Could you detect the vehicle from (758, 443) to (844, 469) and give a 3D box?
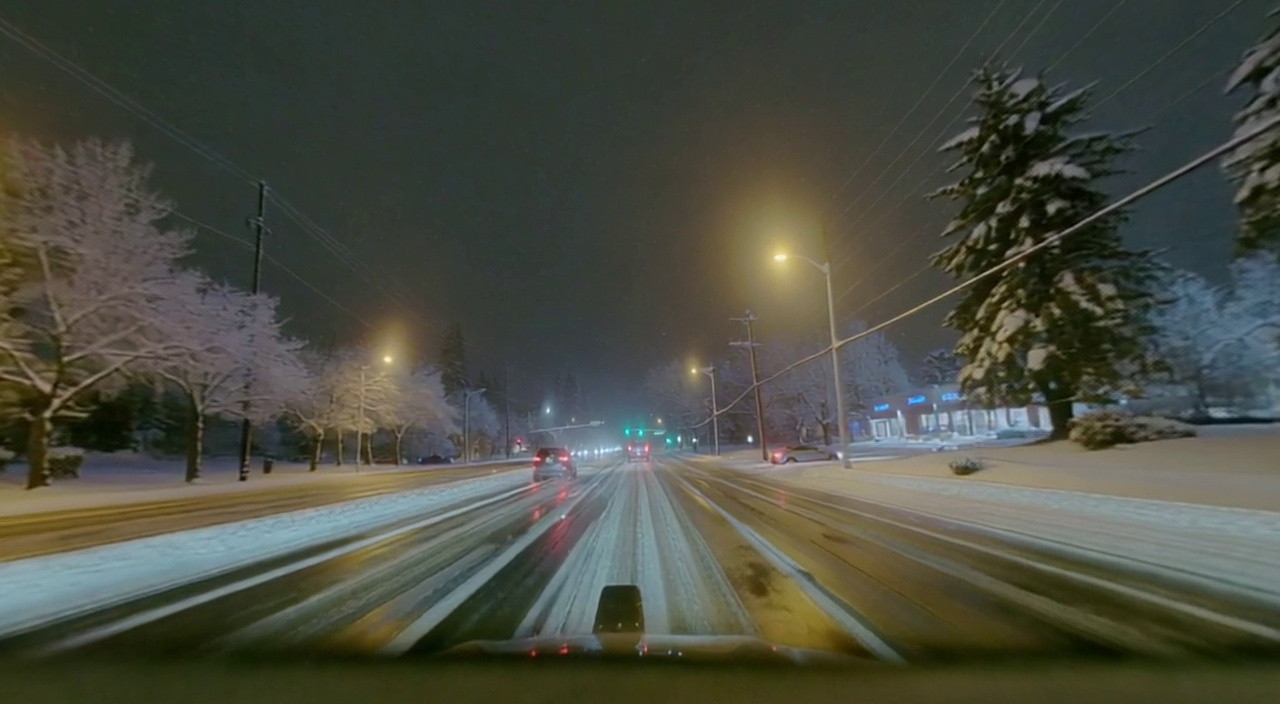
[{"bbox_3d":[10.303,6.668,40.509,4.885,1.576,2.024,0,-9,-6],"label":"vehicle"}]

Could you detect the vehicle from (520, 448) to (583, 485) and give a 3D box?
[{"bbox_3d":[-3.677,4.870,27.030,2.076,1.444,4.328,0,-9,0],"label":"vehicle"}]
